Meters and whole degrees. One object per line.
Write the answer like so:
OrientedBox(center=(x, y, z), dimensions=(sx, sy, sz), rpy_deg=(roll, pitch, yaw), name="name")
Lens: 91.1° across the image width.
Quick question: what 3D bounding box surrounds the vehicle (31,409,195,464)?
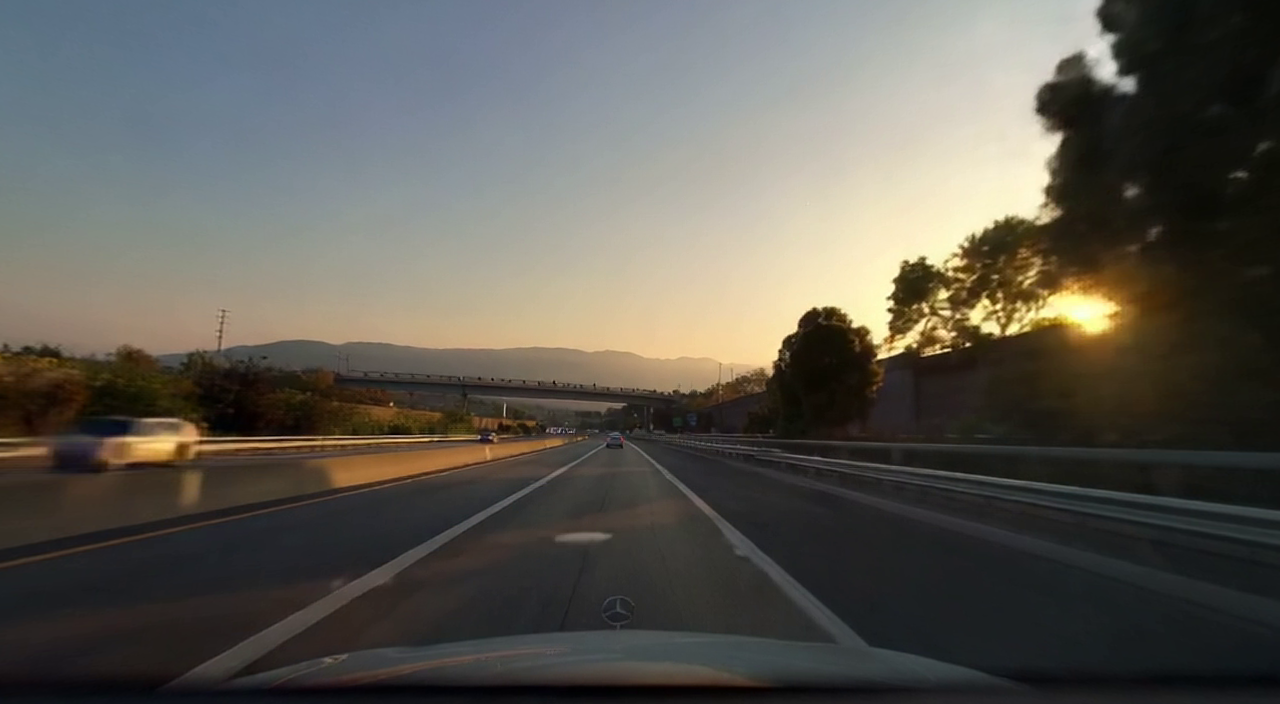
OrientedBox(center=(-20.228, 3.296, 24.490), dimensions=(2.128, 1.893, 4.820), rpy_deg=(0, -8, 1), name="vehicle")
